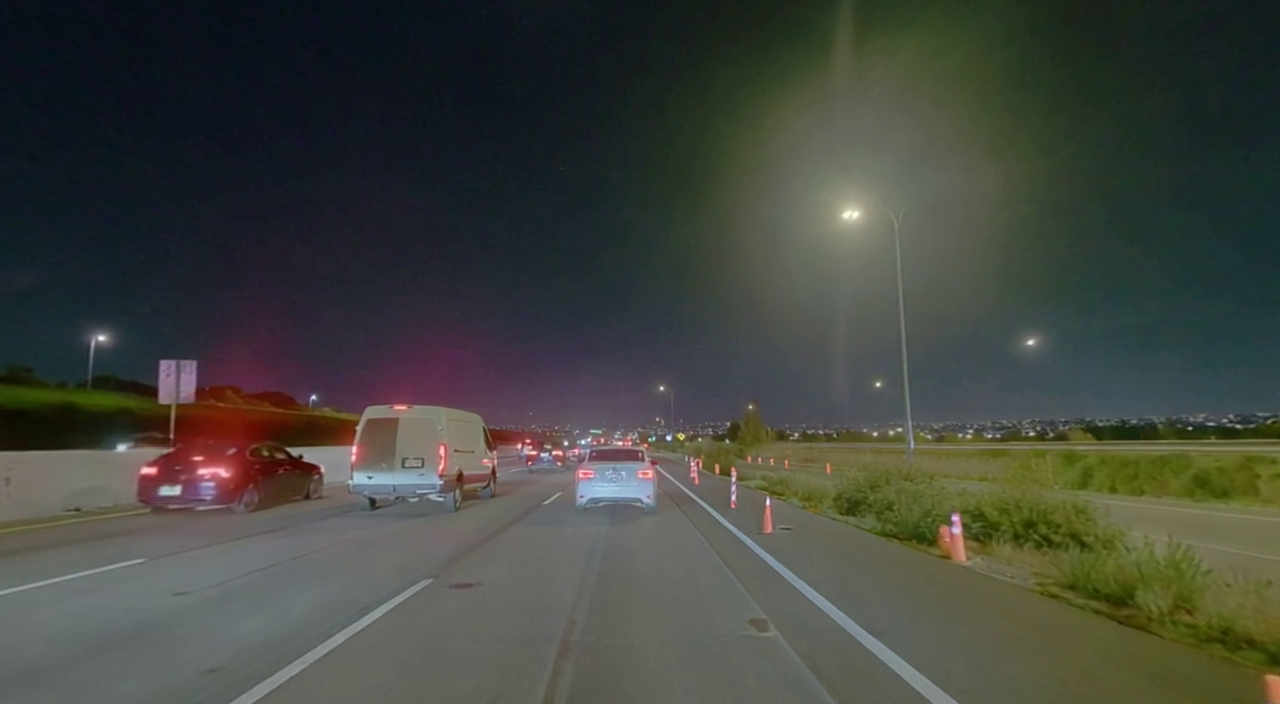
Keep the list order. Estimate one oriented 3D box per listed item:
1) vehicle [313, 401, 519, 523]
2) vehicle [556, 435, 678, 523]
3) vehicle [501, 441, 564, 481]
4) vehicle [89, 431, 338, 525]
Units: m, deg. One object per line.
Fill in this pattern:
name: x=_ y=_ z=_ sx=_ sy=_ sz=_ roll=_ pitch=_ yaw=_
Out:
vehicle: x=-4.275 y=2.262 z=13.455 sx=2.324 sy=2.012 sz=5.740 roll=0 pitch=-9 yaw=-1
vehicle: x=-0.434 y=2.466 z=12.815 sx=2.069 sy=1.484 sz=3.918 roll=0 pitch=-8 yaw=-1
vehicle: x=-4.224 y=4.310 z=25.341 sx=1.824 sy=1.459 sz=4.007 roll=0 pitch=-9 yaw=0
vehicle: x=-7.974 y=2.369 z=12.462 sx=1.930 sy=1.506 sz=4.279 roll=0 pitch=-9 yaw=0
